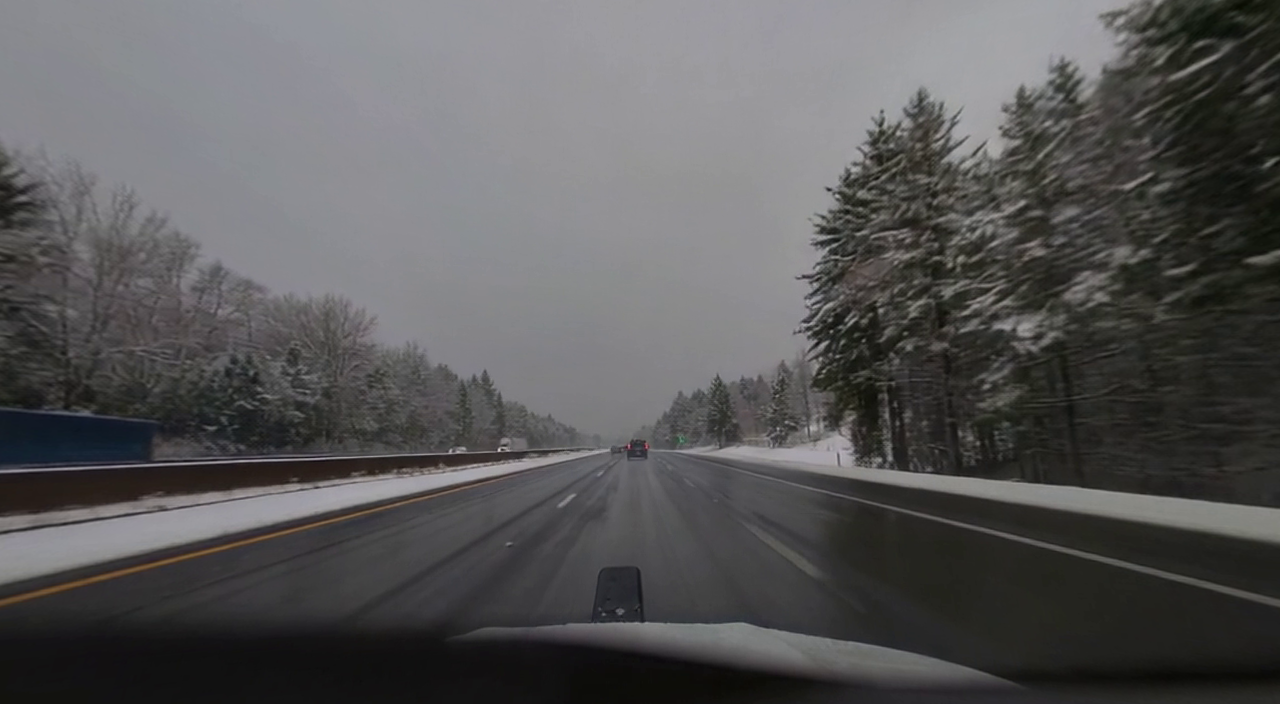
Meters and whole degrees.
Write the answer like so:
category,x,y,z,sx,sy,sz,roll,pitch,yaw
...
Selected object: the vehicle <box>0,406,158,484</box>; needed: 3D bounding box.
category,x,y,z,sx,sy,sz,roll,pitch,yaw
vehicle,-36.174,5.604,37.799,2.916,4.200,15.256,0,-9,-1
